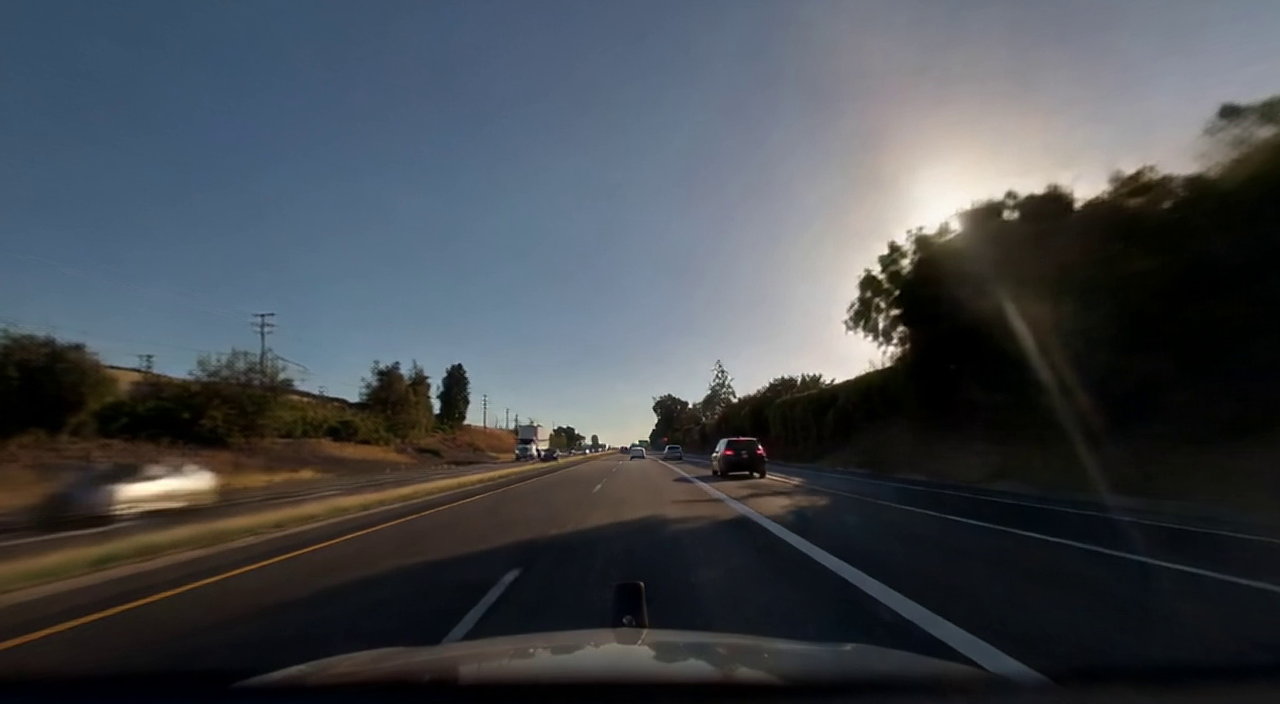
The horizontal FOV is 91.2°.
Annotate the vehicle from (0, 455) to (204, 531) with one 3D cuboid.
[{"bbox_3d":[-12.870,3.307,15.189,1.817,1.546,3.767,0,-9,0],"label":"vehicle"}]

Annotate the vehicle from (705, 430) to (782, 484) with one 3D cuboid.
[{"bbox_3d":[4.038,4.227,25.382,2.177,1.914,5.245,0,-9,0],"label":"vehicle"}]
